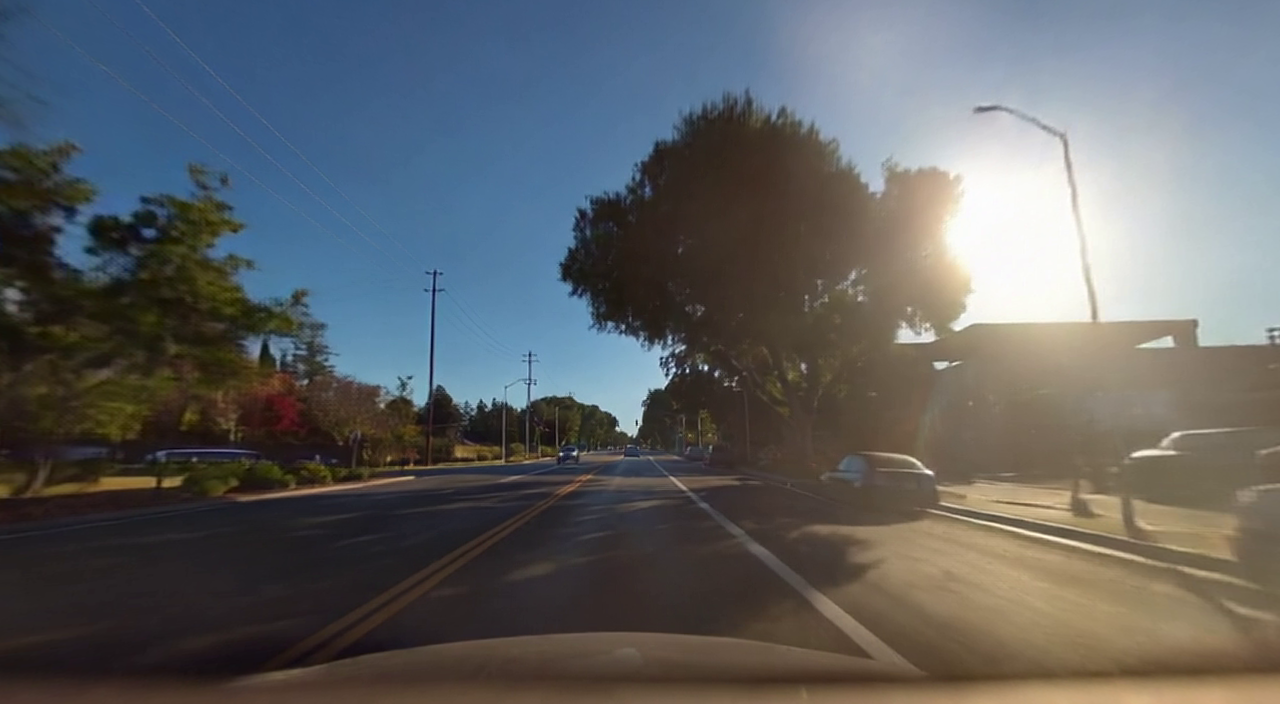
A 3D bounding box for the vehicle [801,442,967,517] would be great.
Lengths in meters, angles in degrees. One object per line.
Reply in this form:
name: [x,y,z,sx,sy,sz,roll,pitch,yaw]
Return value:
vehicle: [5.974,3.185,16.294,2.282,1.566,4.705,-1,-9,-1]
